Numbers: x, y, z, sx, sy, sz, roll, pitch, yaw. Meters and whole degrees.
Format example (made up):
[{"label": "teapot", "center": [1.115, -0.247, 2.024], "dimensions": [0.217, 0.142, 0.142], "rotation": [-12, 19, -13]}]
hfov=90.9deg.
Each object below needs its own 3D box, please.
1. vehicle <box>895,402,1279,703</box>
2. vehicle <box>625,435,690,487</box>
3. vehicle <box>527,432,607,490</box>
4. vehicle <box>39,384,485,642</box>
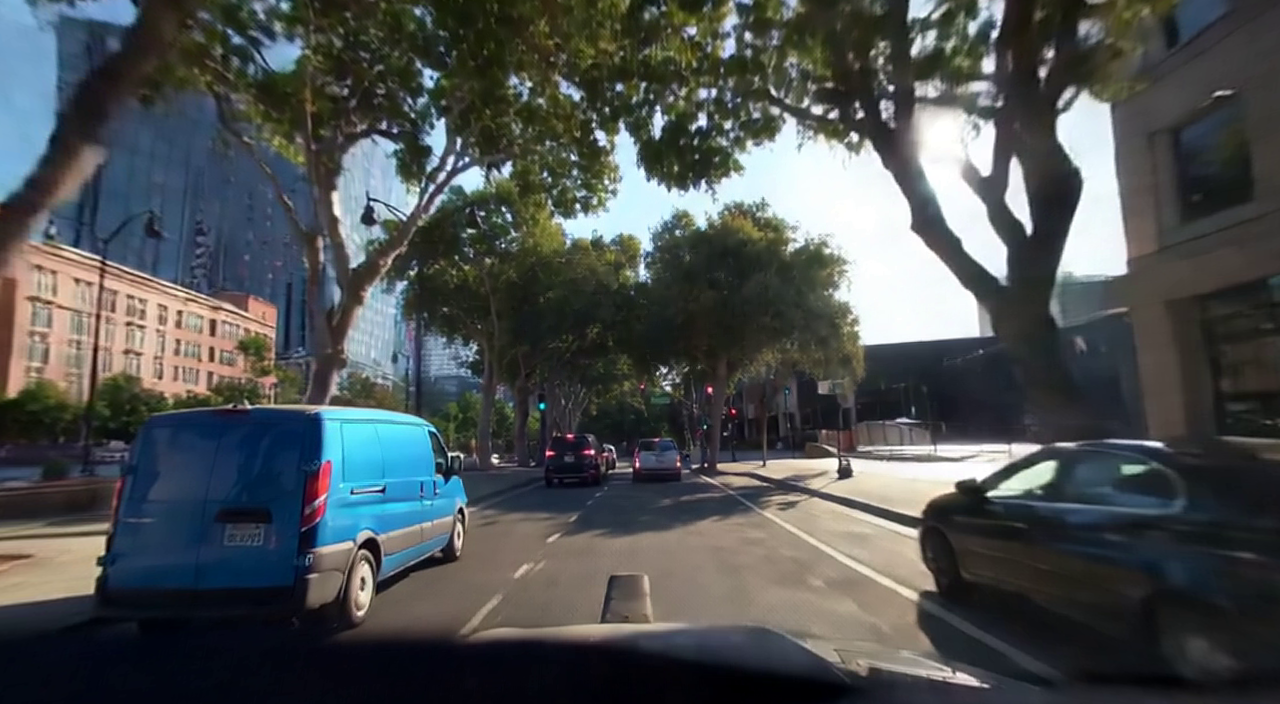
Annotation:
[{"label": "vehicle", "center": [3.571, 1.181, 4.075], "dimensions": [2.067, 1.479, 4.409], "rotation": [0, -8, 1]}, {"label": "vehicle", "center": [0.652, 3.997, 23.370], "dimensions": [2.205, 1.727, 3.917], "rotation": [0, -8, 2]}, {"label": "vehicle", "center": [-2.387, 3.731, 21.888], "dimensions": [2.124, 1.799, 4.587], "rotation": [0, -8, 2]}, {"label": "vehicle", "center": [-3.024, 1.365, 6.221], "dimensions": [1.940, 1.722, 3.823], "rotation": [0, -8, 1]}]
